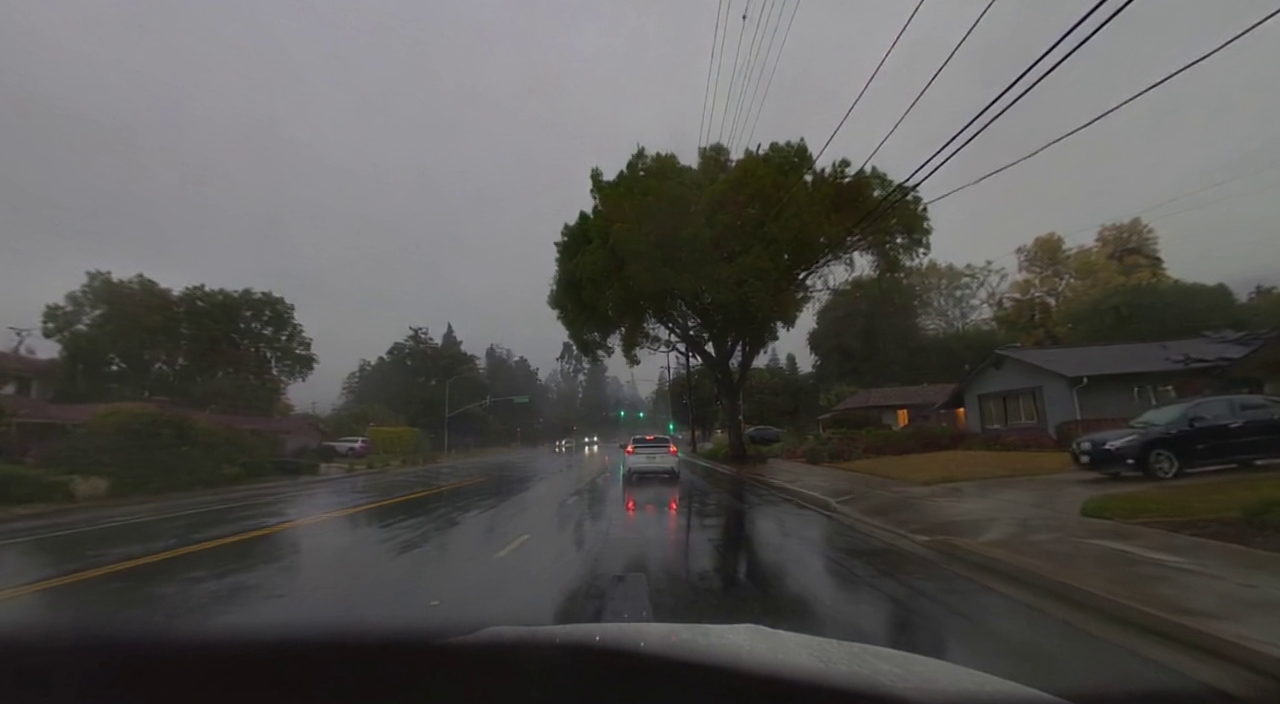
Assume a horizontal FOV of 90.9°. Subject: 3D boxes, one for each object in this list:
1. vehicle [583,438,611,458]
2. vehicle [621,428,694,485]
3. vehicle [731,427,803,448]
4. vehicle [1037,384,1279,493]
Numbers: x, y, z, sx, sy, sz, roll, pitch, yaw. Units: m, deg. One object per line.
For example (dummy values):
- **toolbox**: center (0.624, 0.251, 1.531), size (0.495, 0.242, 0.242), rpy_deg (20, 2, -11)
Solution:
- **vehicle**: center (-3.305, 7.446, 48.819), size (2.040, 1.477, 4.199), rpy_deg (0, -8, -2)
- **vehicle**: center (0.527, 3.314, 20.230), size (2.088, 1.607, 3.903), rpy_deg (0, -8, 1)
- **vehicle**: center (9.272, 6.271, 46.139), size (4.783, 1.514, 1.895), rpy_deg (2, -9, -14)
- **vehicle**: center (10.159, 1.451, 11.244), size (4.746, 1.485, 1.916), rpy_deg (-5, -8, 0)
